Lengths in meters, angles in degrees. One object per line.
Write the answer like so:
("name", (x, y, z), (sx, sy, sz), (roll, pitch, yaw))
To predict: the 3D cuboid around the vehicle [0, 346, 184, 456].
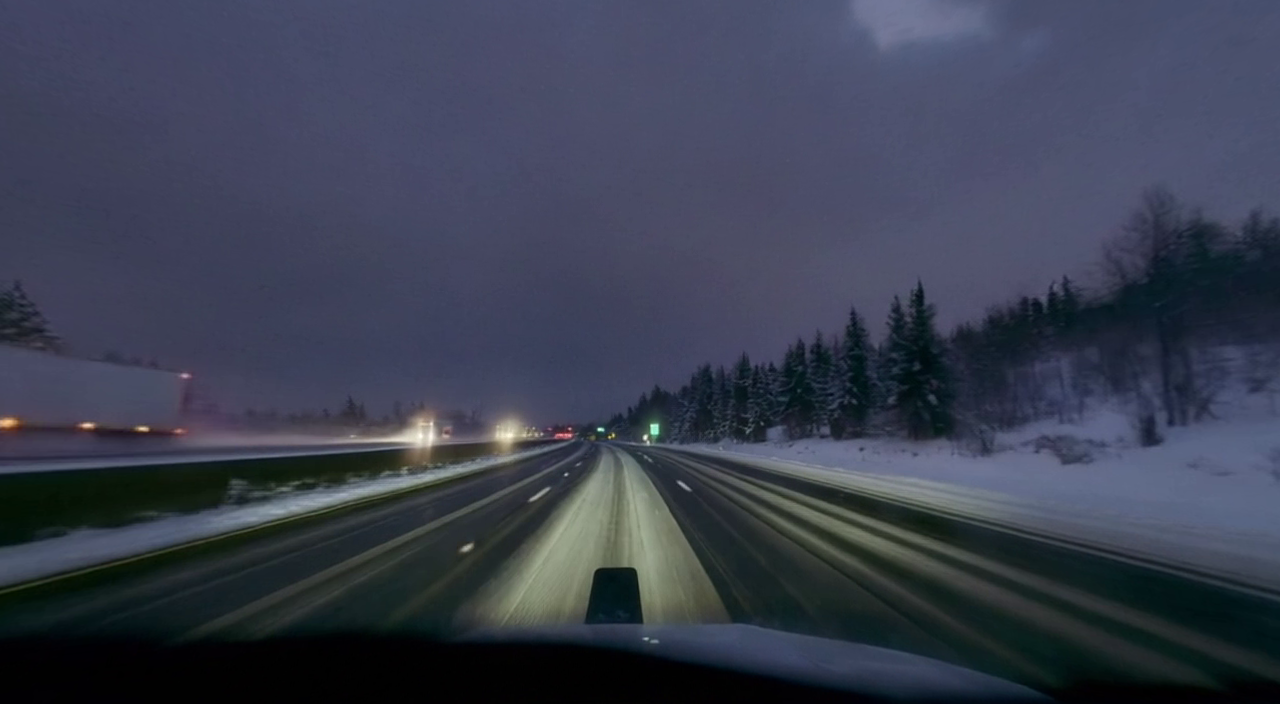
("vehicle", (-25.598, 2.237, 26.529), (2.895, 4.066, 14.108), (0, -8, -3))
